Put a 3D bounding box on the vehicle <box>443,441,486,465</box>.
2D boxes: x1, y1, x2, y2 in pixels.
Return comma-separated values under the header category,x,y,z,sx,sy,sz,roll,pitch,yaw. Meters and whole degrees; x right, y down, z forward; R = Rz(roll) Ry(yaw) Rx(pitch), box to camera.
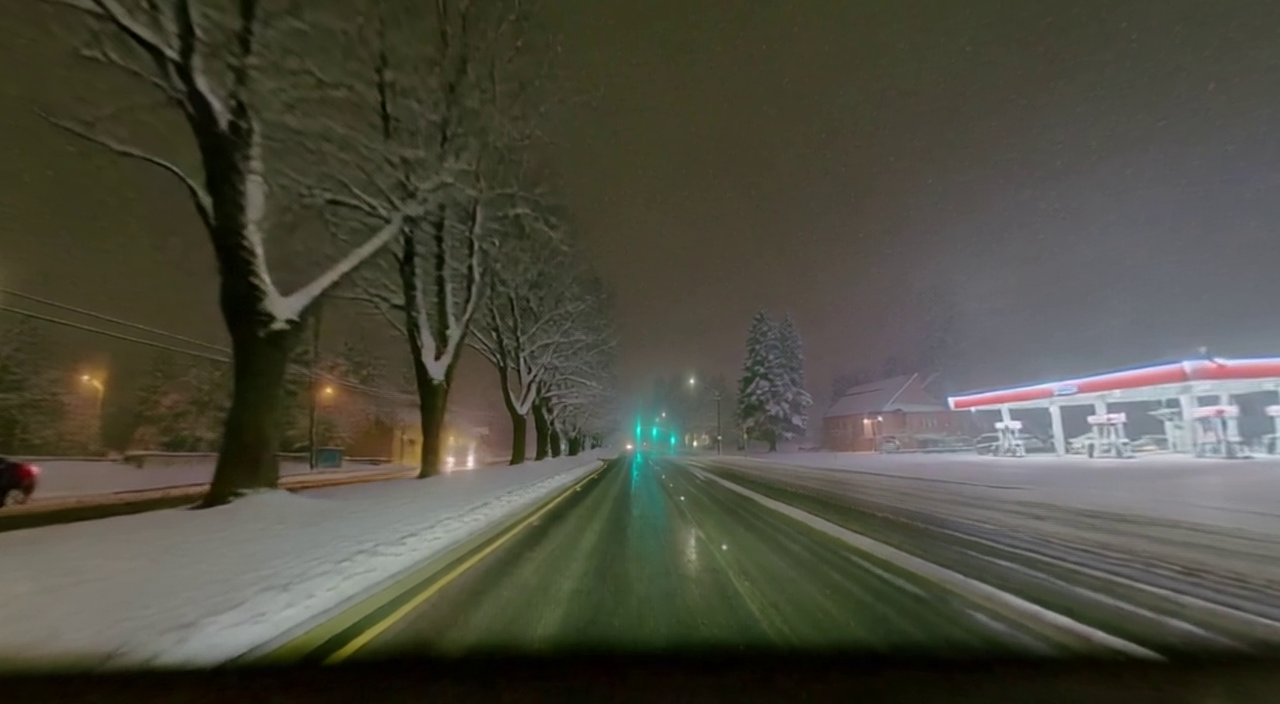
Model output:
category,x,y,z,sx,sy,sz,roll,pitch,yaw
vehicle,-12.373,7.200,44.902,1.861,1.616,4.077,0,-9,0
